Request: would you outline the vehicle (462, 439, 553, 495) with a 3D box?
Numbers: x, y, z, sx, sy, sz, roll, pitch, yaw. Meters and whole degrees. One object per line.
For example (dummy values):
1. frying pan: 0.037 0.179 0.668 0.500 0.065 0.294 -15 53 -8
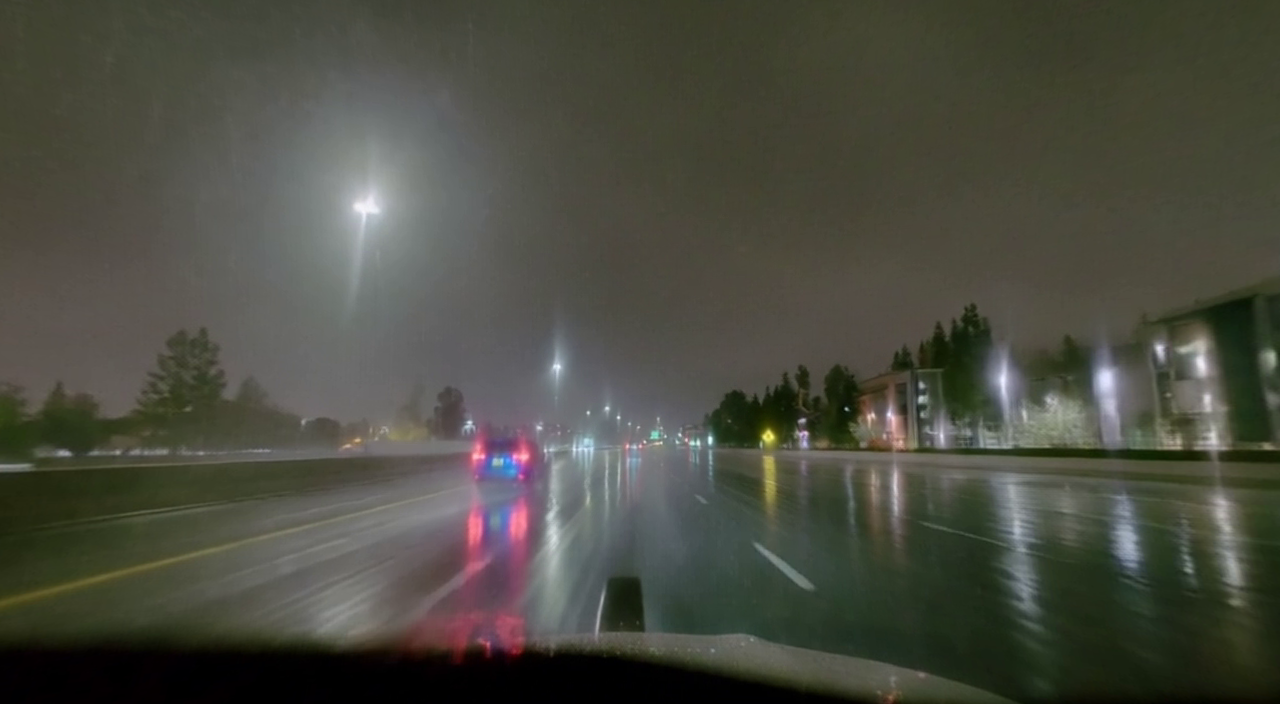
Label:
1. vehicle: -3.959 3.511 19.700 1.900 1.492 4.495 0 -9 0
